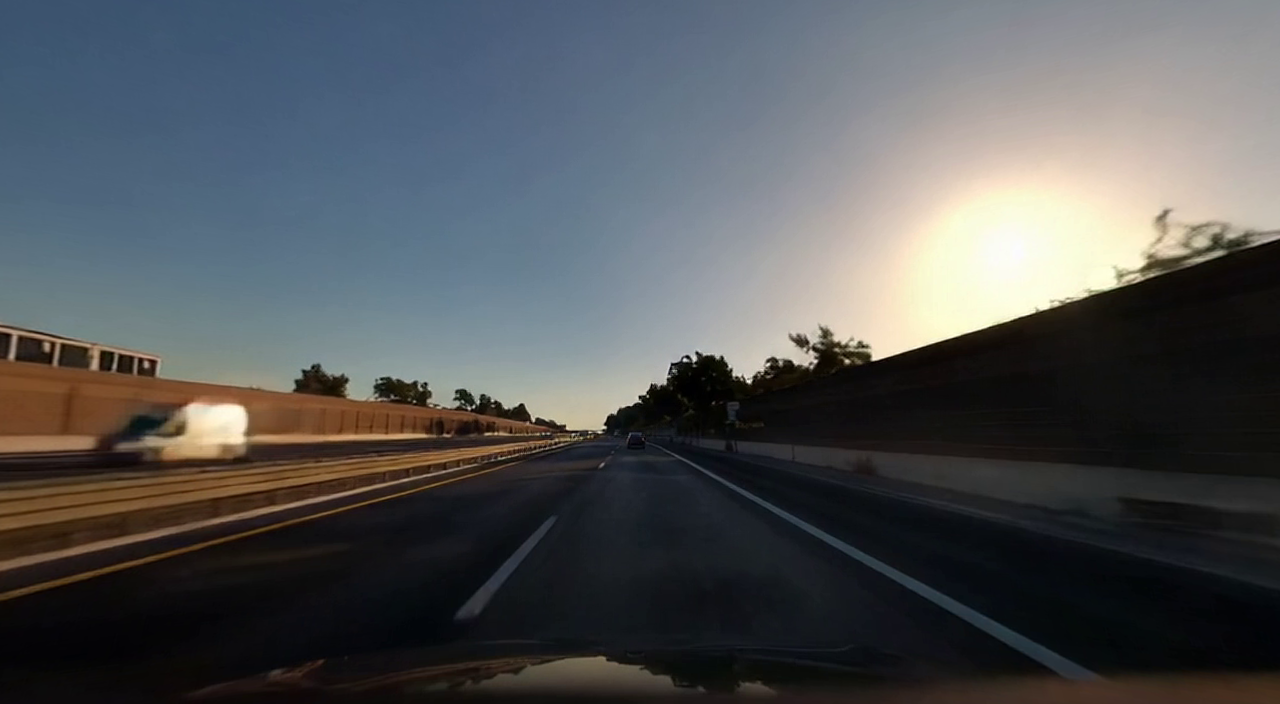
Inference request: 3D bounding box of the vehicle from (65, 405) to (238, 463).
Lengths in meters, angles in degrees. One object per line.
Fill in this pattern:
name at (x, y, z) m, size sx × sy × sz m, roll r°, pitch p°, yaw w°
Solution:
vehicle at (-15.446, 2.645, 20.262) m, size 1.969 × 1.645 × 4.421 m, roll 0°, pitch -8°, yaw 0°
